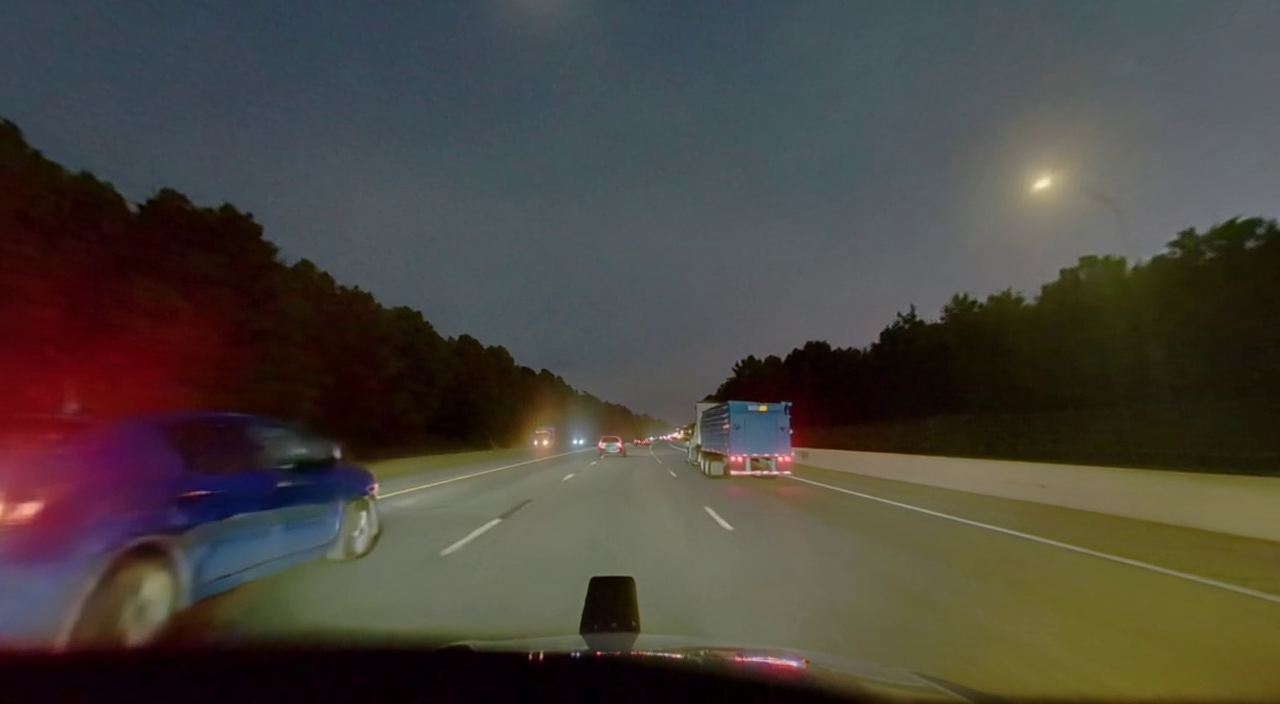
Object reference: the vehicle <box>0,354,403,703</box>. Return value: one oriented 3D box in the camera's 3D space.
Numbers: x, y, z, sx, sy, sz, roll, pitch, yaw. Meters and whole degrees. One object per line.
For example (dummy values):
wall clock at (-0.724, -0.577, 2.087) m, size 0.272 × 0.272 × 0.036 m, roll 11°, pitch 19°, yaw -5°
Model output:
vehicle at (-3.279, 1.057, 4.026) m, size 2.008 × 1.588 × 4.147 m, roll 0°, pitch -8°, yaw -2°

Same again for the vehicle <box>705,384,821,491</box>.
vehicle at (3.160, 2.324, 17.203) m, size 2.256 × 2.568 × 4.049 m, roll 0°, pitch -8°, yaw -1°

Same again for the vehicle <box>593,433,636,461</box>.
vehicle at (-1.388, 5.427, 36.274) m, size 2.195 × 1.529 × 4.572 m, roll 0°, pitch -8°, yaw 2°
